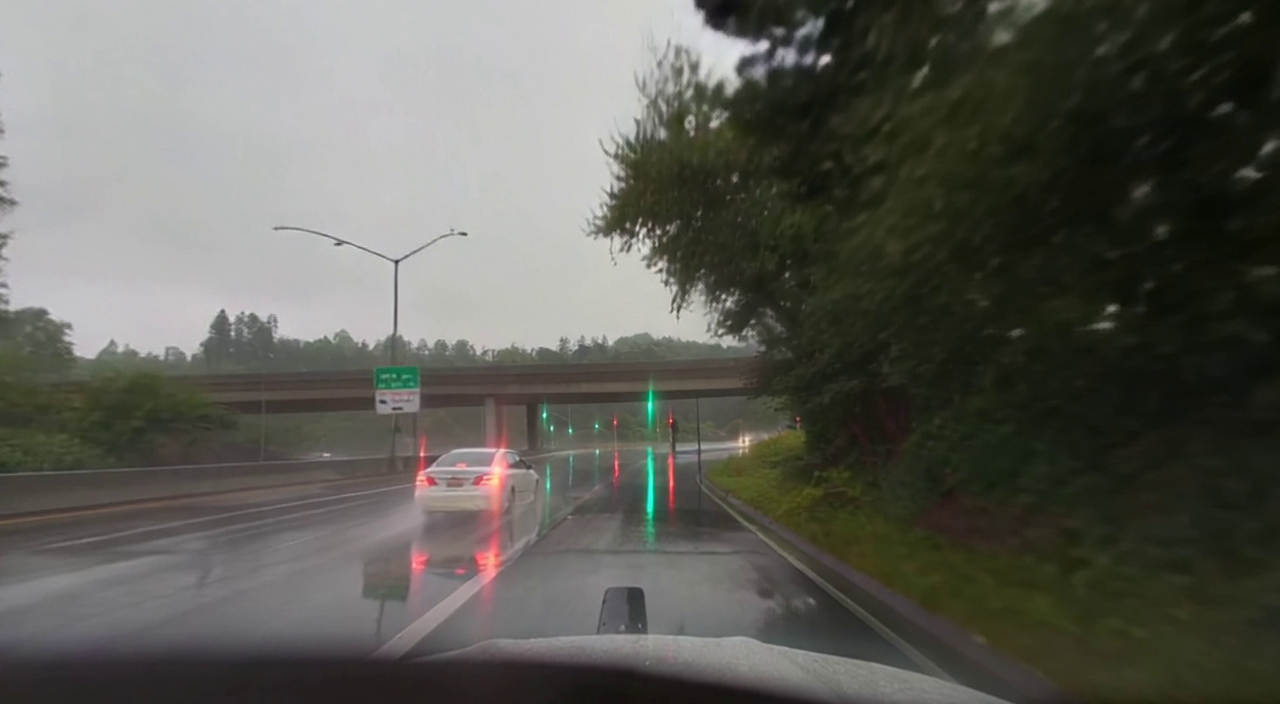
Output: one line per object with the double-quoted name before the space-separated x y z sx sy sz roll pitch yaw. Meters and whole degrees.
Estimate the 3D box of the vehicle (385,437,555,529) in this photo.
"vehicle" -3.078 2.499 12.593 1.963 1.460 4.614 -1 -9 2
